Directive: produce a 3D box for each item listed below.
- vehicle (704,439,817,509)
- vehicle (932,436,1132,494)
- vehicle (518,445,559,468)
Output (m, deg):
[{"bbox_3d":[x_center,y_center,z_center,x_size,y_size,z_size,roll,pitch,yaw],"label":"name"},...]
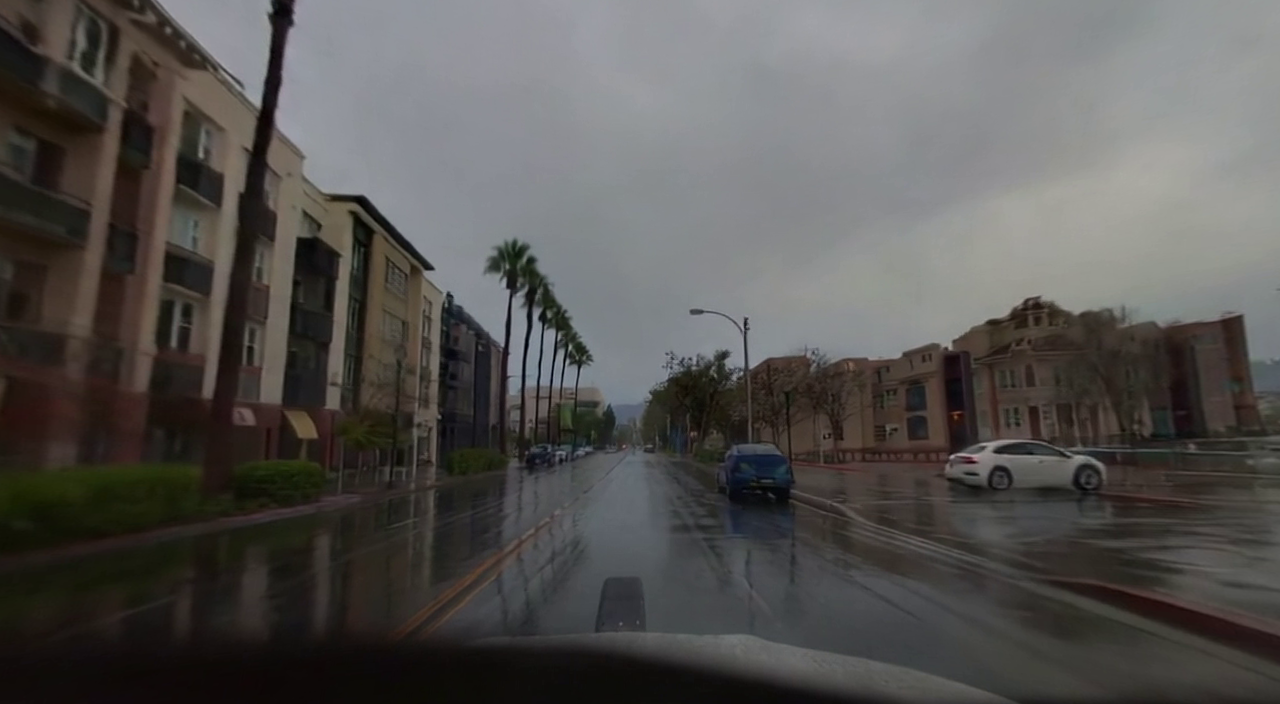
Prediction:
[{"bbox_3d":[2.920,3.040,16.260,1.985,1.543,4.112,1,-8,-2],"label":"vehicle"},{"bbox_3d":[11.956,3.469,19.518,4.782,1.657,2.172,1,-9,-4],"label":"vehicle"},{"bbox_3d":[-6.752,7.032,42.592,2.142,1.401,4.477,0,-9,-1],"label":"vehicle"}]
